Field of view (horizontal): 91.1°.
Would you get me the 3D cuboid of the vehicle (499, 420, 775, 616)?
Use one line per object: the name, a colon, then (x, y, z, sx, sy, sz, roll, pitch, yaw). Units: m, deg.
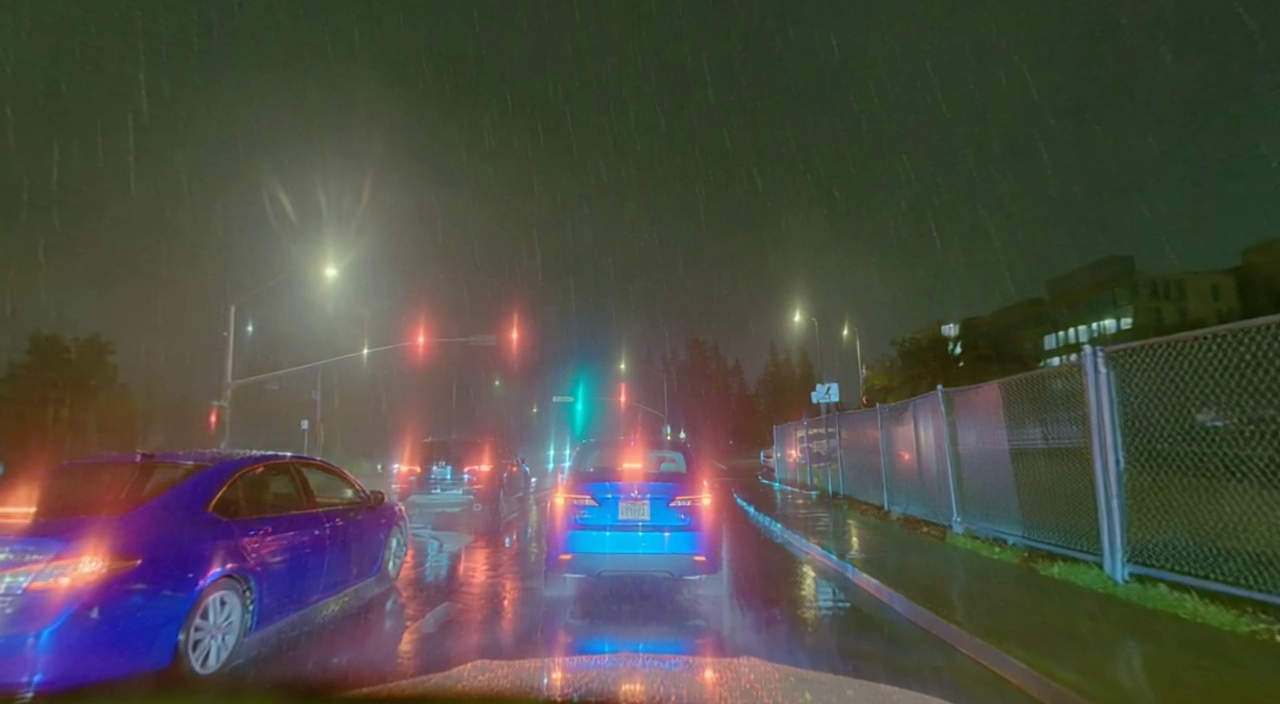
vehicle: (-0.016, 1.602, 6.989, 2.144, 1.514, 4.063, 0, -9, 0)

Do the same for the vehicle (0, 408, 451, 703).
vehicle: (-3.209, 1.318, 4.861, 1.971, 1.488, 4.581, 0, -9, 1)
